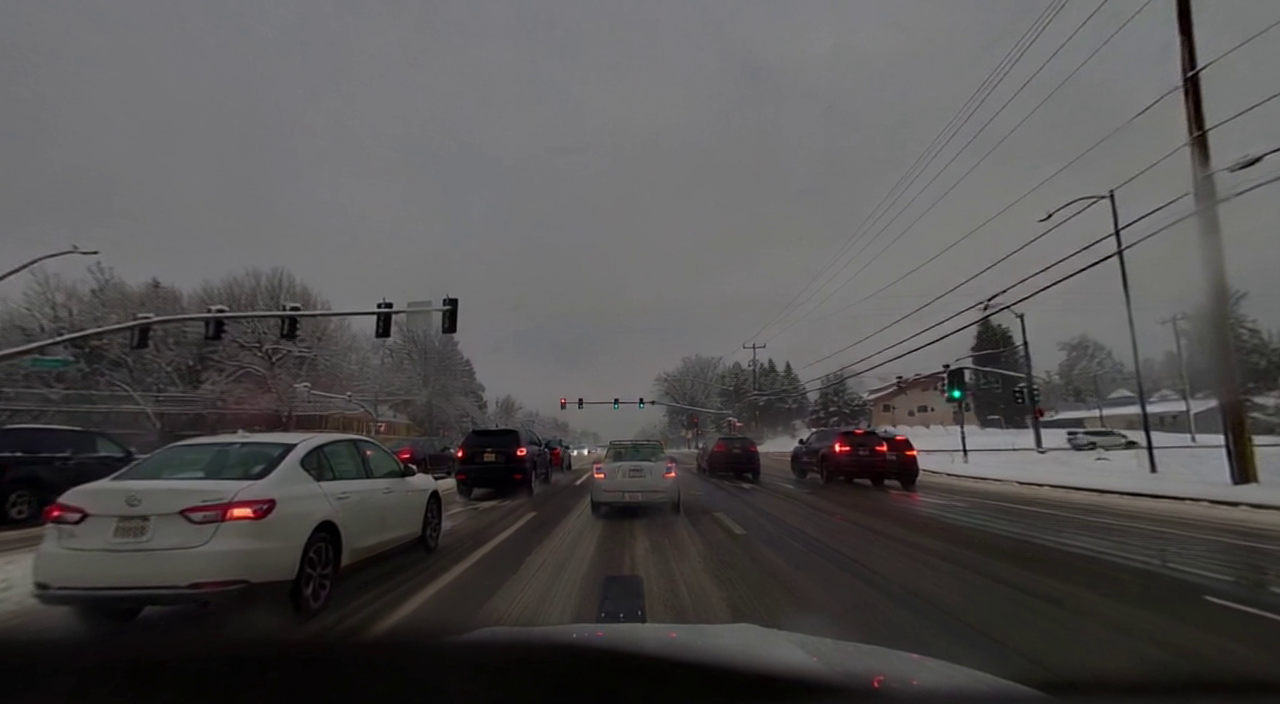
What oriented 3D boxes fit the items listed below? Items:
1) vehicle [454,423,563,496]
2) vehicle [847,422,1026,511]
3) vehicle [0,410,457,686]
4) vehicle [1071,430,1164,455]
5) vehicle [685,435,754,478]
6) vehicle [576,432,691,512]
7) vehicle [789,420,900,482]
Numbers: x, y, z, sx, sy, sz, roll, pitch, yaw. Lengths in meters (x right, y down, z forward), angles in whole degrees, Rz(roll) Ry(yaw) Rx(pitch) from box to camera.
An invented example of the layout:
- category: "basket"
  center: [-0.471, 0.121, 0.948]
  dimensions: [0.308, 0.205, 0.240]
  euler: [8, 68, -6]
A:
- category: "vehicle"
  center: [-3.386, 2.866, 17.174]
  dimensions: [2.033, 1.714, 4.278]
  euler: [0, -8, 0]
- category: "vehicle"
  center: [6.423, 2.512, 14.340]
  dimensions: [1.945, 1.706, 4.190]
  euler: [0, -8, -1]
- category: "vehicle"
  center: [-3.205, 1.366, 5.604]
  dimensions: [1.837, 1.463, 4.311]
  euler: [0, -8, 0]
- category: "vehicle"
  center: [35.502, 6.742, 47.086]
  dimensions: [5.147, 1.774, 2.049]
  euler: [0, -9, 2]
- category: "vehicle"
  center: [2.998, 4.064, 24.932]
  dimensions: [1.987, 1.515, 4.521]
  euler: [0, -8, -2]
- category: "vehicle"
  center: [-0.137, 2.483, 13.549]
  dimensions: [2.098, 1.431, 3.958]
  euler: [0, -8, 0]
- category: "vehicle"
  center: [7.174, 3.552, 22.905]
  dimensions: [2.156, 1.982, 5.358]
  euler: [0, -8, -1]
